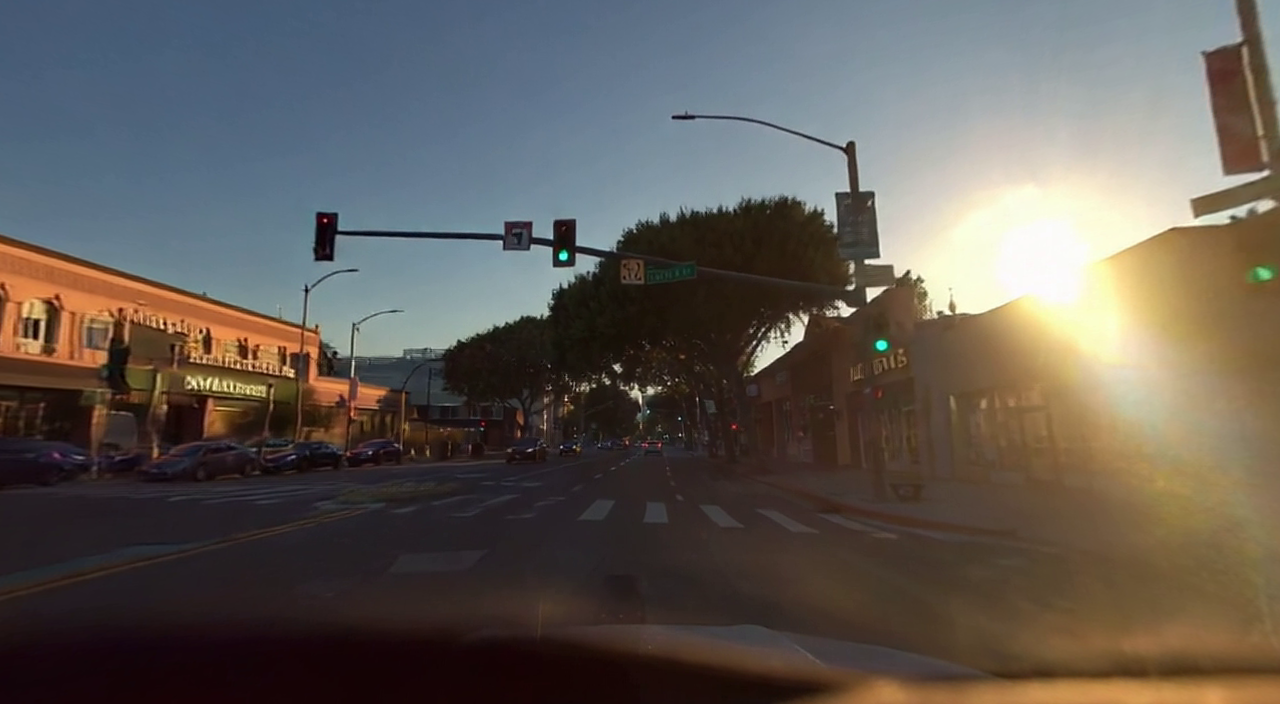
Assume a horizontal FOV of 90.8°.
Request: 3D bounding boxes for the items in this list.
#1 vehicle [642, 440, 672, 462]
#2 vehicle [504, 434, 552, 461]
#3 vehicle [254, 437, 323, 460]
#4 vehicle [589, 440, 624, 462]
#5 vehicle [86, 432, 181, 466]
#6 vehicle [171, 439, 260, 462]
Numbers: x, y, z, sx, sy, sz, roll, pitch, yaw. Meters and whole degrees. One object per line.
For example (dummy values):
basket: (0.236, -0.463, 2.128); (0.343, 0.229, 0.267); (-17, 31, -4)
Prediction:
vehicle: (1.315, 7.583, 48.574); (2.168, 1.545, 4.047); (1, -9, 1)
vehicle: (-8.055, 6.955, 45.967); (2.281, 1.834, 4.736); (0, -9, 4)
vehicle: (-27.560, 7.583, 49.642); (1.969, 1.636, 4.136); (-4, -10, 30)
vehicle: (-2.329, 7.030, 44.818); (1.962, 1.420, 4.021); (0, -9, 5)
vehicle: (-28.236, 5.408, 35.317); (1.643, 1.755, 3.666); (-4, -9, 34)
vehicle: (-28.090, 6.543, 41.988); (1.755, 1.445, 4.485); (-4, -10, 30)
